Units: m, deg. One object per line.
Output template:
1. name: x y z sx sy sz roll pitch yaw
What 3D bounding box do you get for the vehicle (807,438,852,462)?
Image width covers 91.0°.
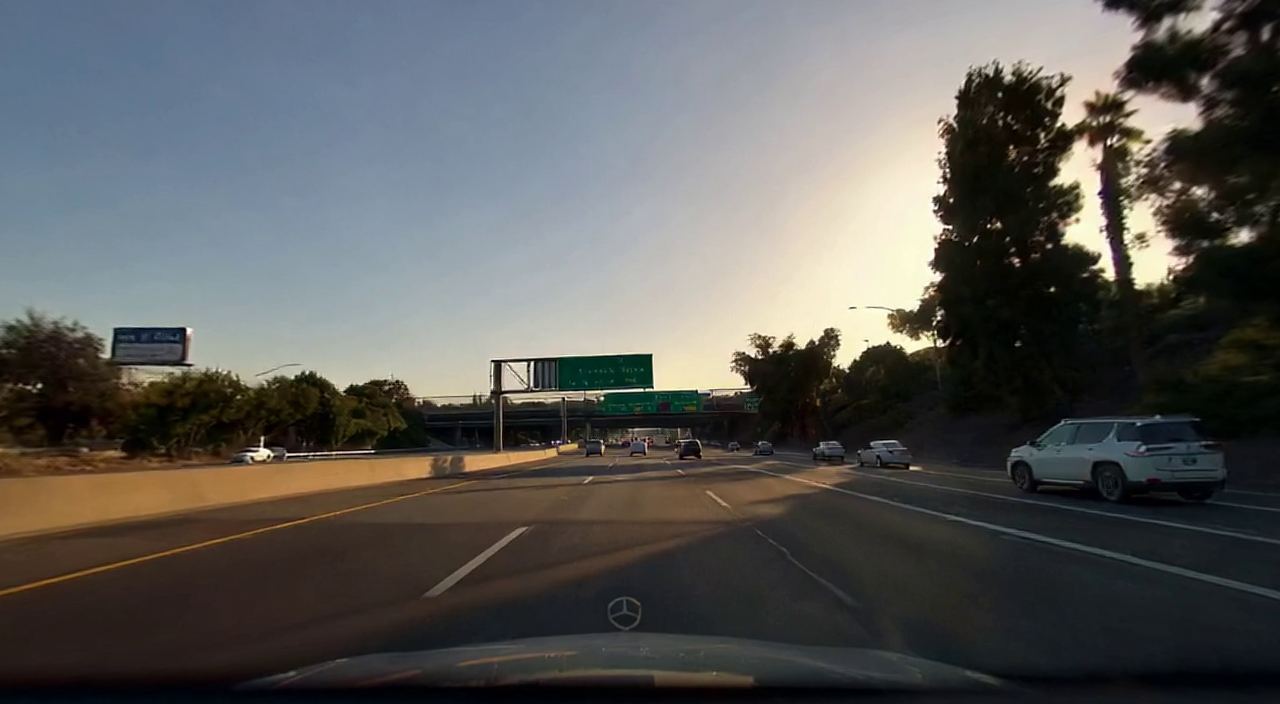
1. vehicle: 14.082 7.331 47.043 2.020 1.707 4.424 0 -9 1

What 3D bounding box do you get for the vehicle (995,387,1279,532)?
1. vehicle: 10.073 2.075 12.599 2.442 2.140 6.462 0 -9 3

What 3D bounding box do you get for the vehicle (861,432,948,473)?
1. vehicle: 12.342 4.761 29.820 2.116 1.754 4.727 0 -9 1

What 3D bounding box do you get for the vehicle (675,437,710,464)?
1. vehicle: 3.697 7.062 45.266 2.147 1.794 4.538 0 -9 0
